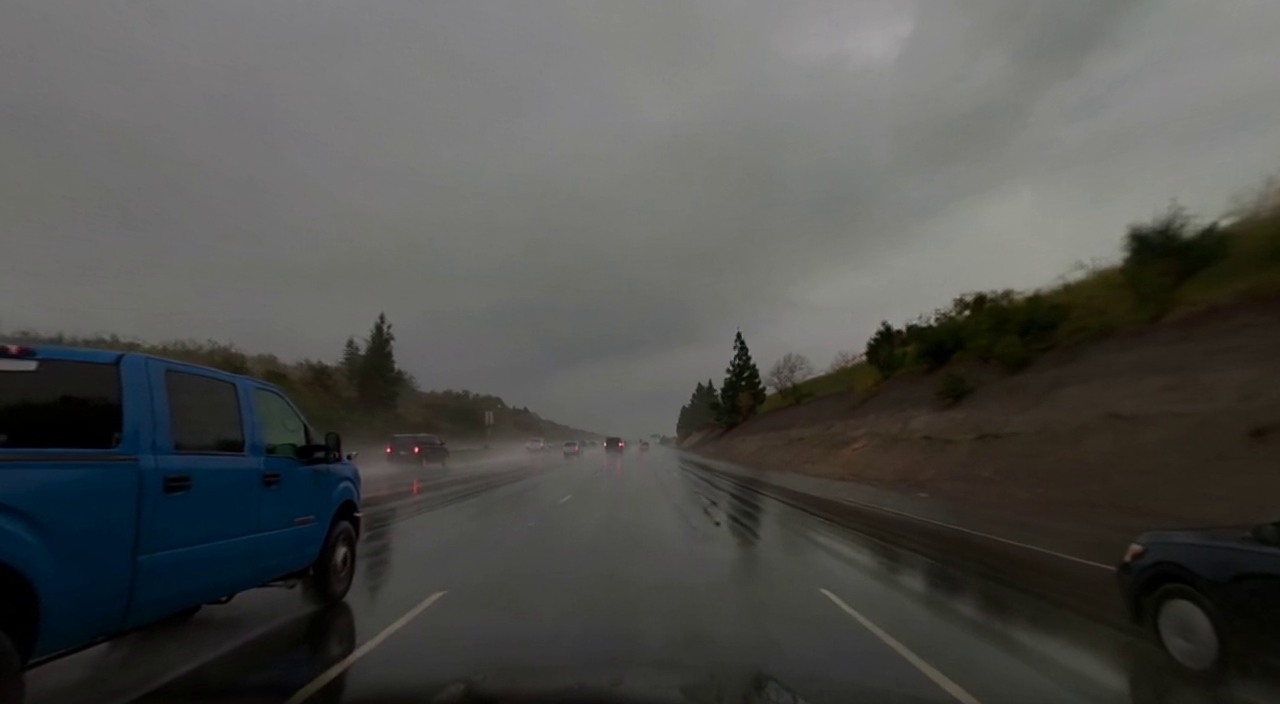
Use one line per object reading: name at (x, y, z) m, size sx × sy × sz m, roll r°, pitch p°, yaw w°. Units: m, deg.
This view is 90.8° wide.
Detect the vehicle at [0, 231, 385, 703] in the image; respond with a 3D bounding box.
vehicle at (-3.563, 0.651, 2.472) m, size 2.483 × 2.100 × 6.208 m, roll 0°, pitch -9°, yaw 0°

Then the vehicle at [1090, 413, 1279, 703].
vehicle at (4.255, 0.915, 2.110) m, size 2.047 × 1.524 × 4.619 m, roll 0°, pitch -9°, yaw -1°

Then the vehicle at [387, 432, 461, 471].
vehicle at (-11.002, 5.106, 32.546) m, size 2.012 × 1.875 × 4.895 m, roll 0°, pitch -9°, yaw 1°
